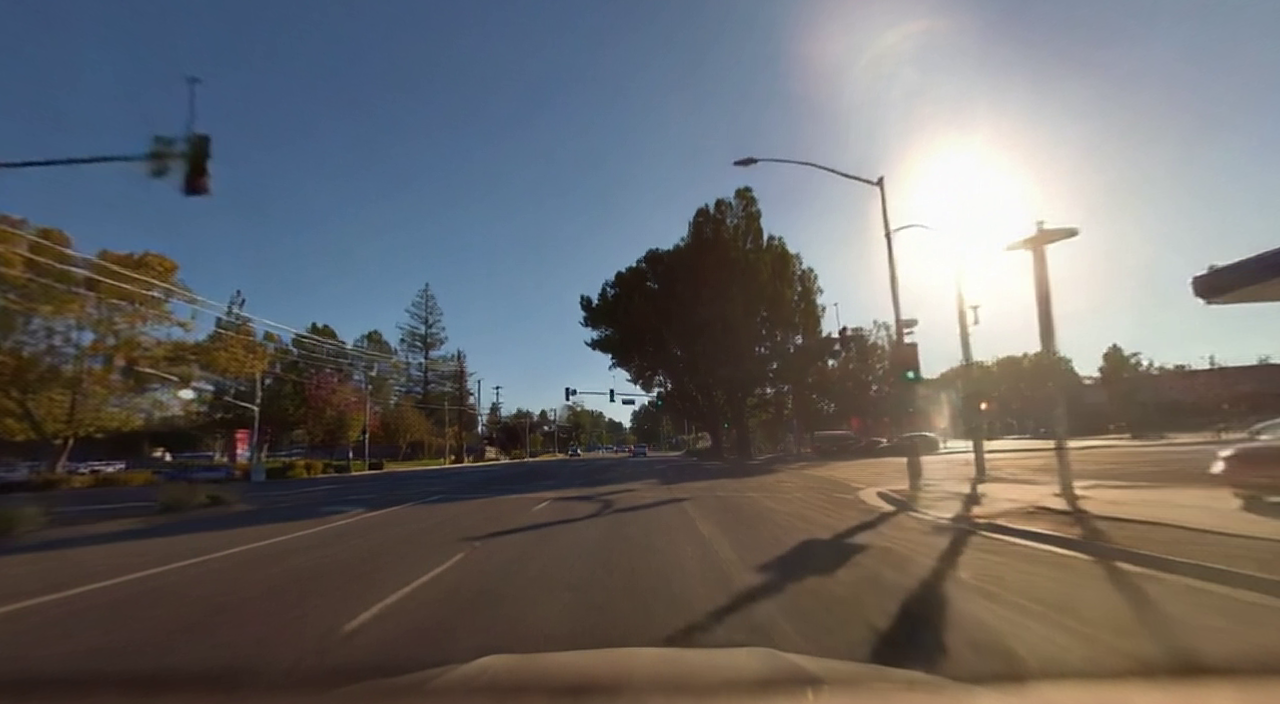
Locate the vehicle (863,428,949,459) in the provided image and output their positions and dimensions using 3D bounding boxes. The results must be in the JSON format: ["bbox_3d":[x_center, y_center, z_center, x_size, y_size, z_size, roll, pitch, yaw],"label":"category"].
[{"bbox_3d":[17.994,6.237,42.763,4.721,1.637,2.256,-4,-8,-9],"label":"vehicle"}]

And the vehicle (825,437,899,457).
[{"bbox_3d":[16.077,6.899,45.759,4.582,1.436,2.073,1,-9,-7],"label":"vehicle"}]
